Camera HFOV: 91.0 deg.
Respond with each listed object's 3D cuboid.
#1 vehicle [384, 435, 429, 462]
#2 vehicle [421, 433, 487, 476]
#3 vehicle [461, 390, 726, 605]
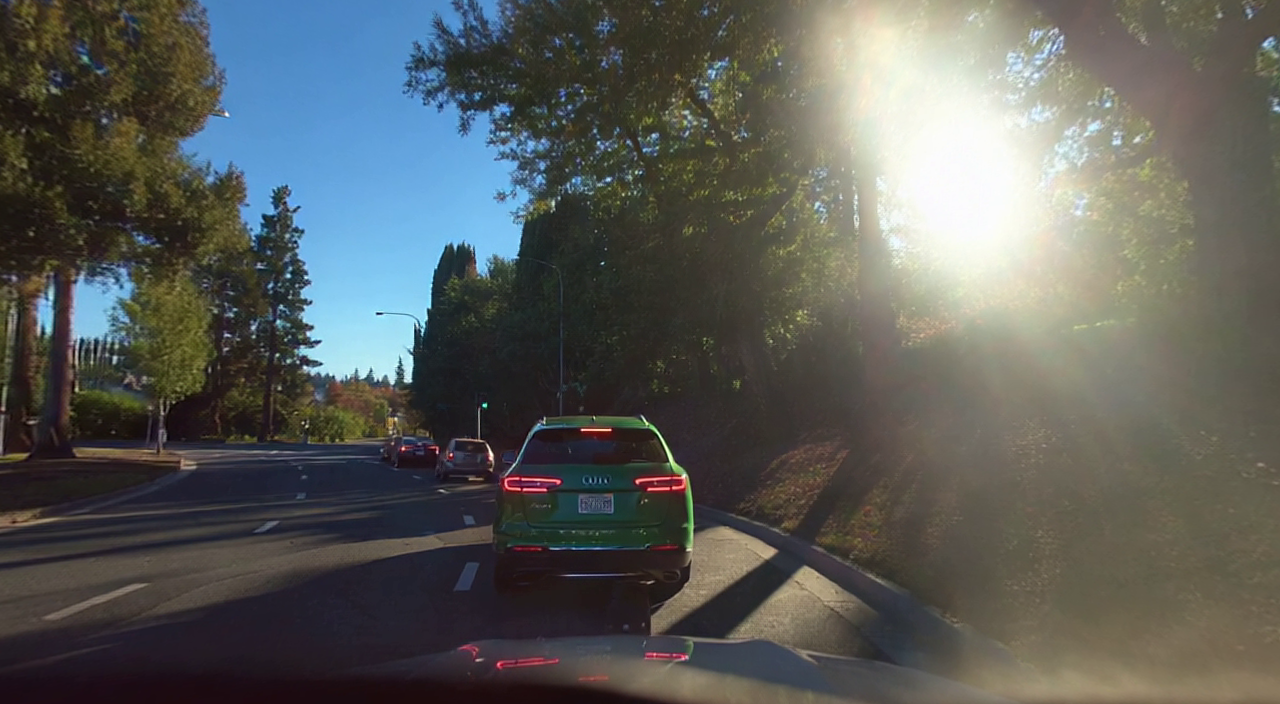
[{"bbox_3d":[-13.749,5.638,36.894,1.863,1.488,4.426,4,-9,-27],"label":"vehicle"},{"bbox_3d":[-7.303,3.947,24.484,1.902,1.536,3.662,4,-9,-25],"label":"vehicle"},{"bbox_3d":[-0.679,1.456,7.203,2.134,1.671,4.147,1,-8,-9],"label":"vehicle"}]
